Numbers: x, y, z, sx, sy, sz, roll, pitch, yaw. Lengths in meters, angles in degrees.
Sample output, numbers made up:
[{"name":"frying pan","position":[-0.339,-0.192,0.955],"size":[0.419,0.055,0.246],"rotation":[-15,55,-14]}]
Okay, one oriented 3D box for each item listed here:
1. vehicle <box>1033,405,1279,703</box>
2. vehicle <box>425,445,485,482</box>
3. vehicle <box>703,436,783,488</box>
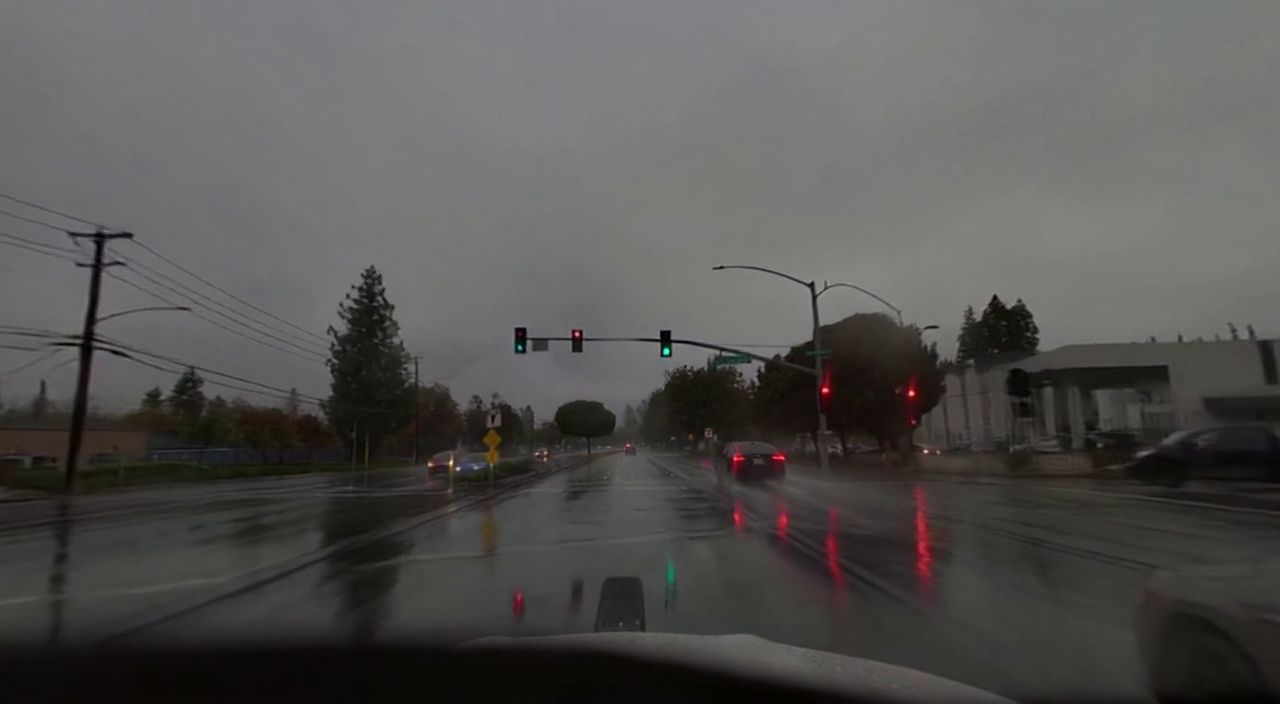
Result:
[{"name":"vehicle","position":[3.364,0.808,1.526],"size":[2.004,1.455,4.417],"rotation":[0,-9,0]},{"name":"vehicle","position":[-9.182,5.520,31.690],"size":[1.816,1.478,4.404],"rotation":[-2,-6,-2]},{"name":"vehicle","position":[3.616,3.960,23.007],"size":[2.128,1.699,4.222],"rotation":[0,-9,-1]}]
